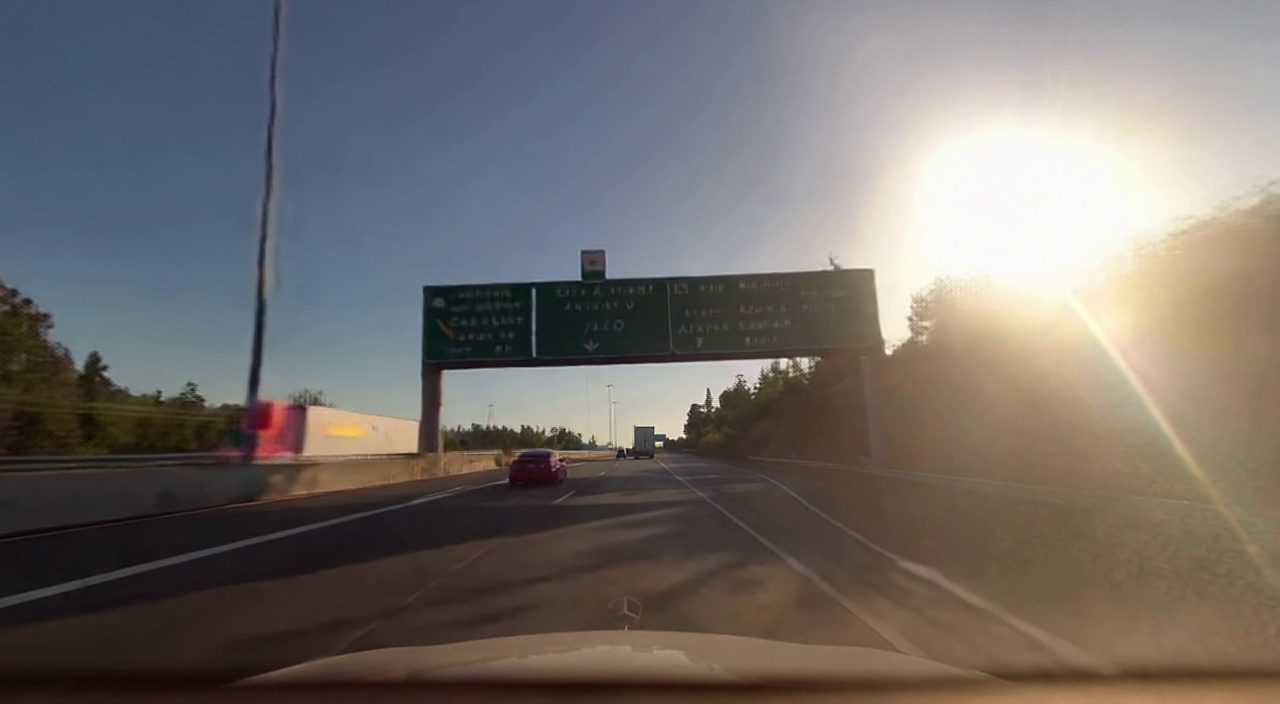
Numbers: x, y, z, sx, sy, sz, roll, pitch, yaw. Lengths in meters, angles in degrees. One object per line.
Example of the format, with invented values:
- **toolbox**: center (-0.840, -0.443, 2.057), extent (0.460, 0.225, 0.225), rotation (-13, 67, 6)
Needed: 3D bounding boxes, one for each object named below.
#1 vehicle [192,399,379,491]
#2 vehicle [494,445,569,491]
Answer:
- **vehicle**: center (-17.485, 4.851, 32.665), extent (2.993, 3.871, 11.549), rotation (0, -9, 0)
- **vehicle**: center (-3.721, 4.072, 22.444), extent (1.886, 1.465, 4.119), rotation (0, -9, 1)
